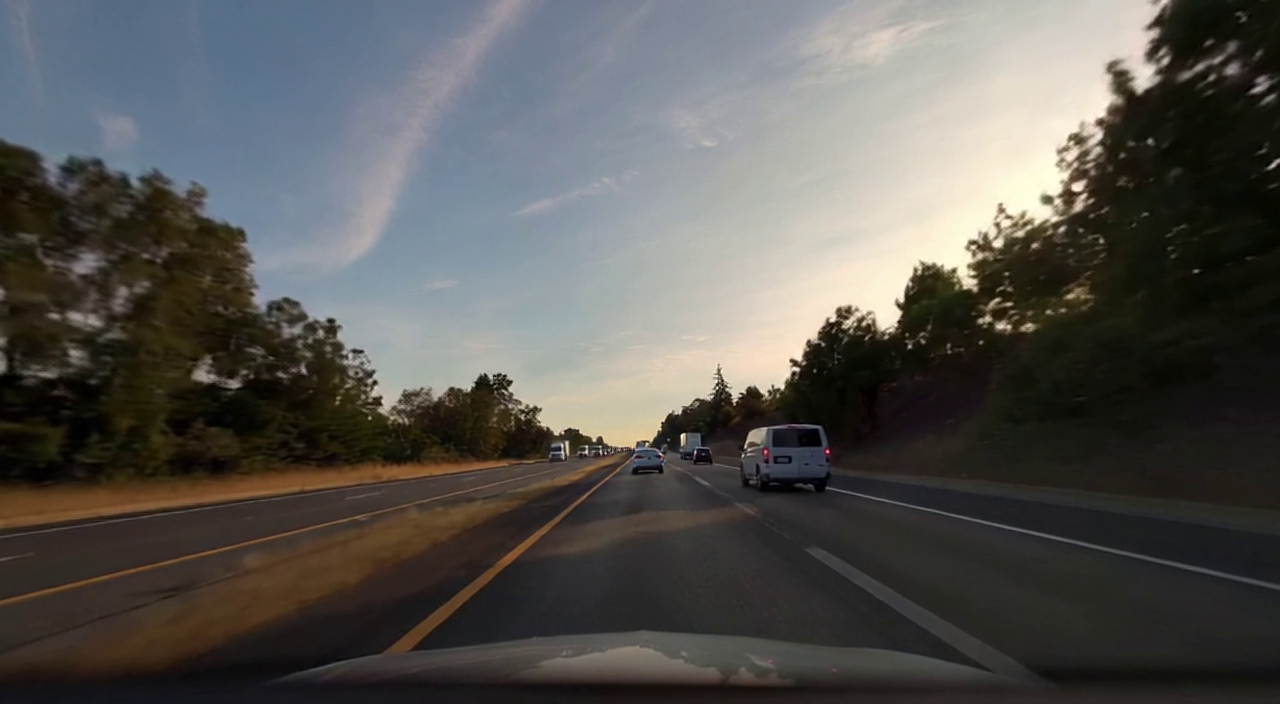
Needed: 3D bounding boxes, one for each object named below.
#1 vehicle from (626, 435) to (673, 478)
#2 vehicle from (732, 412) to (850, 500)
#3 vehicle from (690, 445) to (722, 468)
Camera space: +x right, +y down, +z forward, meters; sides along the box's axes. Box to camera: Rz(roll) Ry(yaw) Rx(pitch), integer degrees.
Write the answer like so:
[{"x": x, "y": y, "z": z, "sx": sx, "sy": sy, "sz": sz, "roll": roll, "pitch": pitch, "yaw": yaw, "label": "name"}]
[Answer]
[{"x": 0.437, "y": 5.134, "z": 31.118, "sx": 2.143, "sy": 1.925, "sz": 4.101, "roll": 0, "pitch": -9, "yaw": 0, "label": "vehicle"}, {"x": 4.327, "y": 3.097, "z": 19.023, "sx": 2.232, "sy": 2.290, "sz": 4.720, "roll": 0, "pitch": -9, "yaw": -2, "label": "vehicle"}, {"x": 4.720, "y": 7.526, "z": 45.671, "sx": 1.868, "sy": 1.566, "sz": 3.509, "roll": 0, "pitch": -9, "yaw": -1, "label": "vehicle"}]
